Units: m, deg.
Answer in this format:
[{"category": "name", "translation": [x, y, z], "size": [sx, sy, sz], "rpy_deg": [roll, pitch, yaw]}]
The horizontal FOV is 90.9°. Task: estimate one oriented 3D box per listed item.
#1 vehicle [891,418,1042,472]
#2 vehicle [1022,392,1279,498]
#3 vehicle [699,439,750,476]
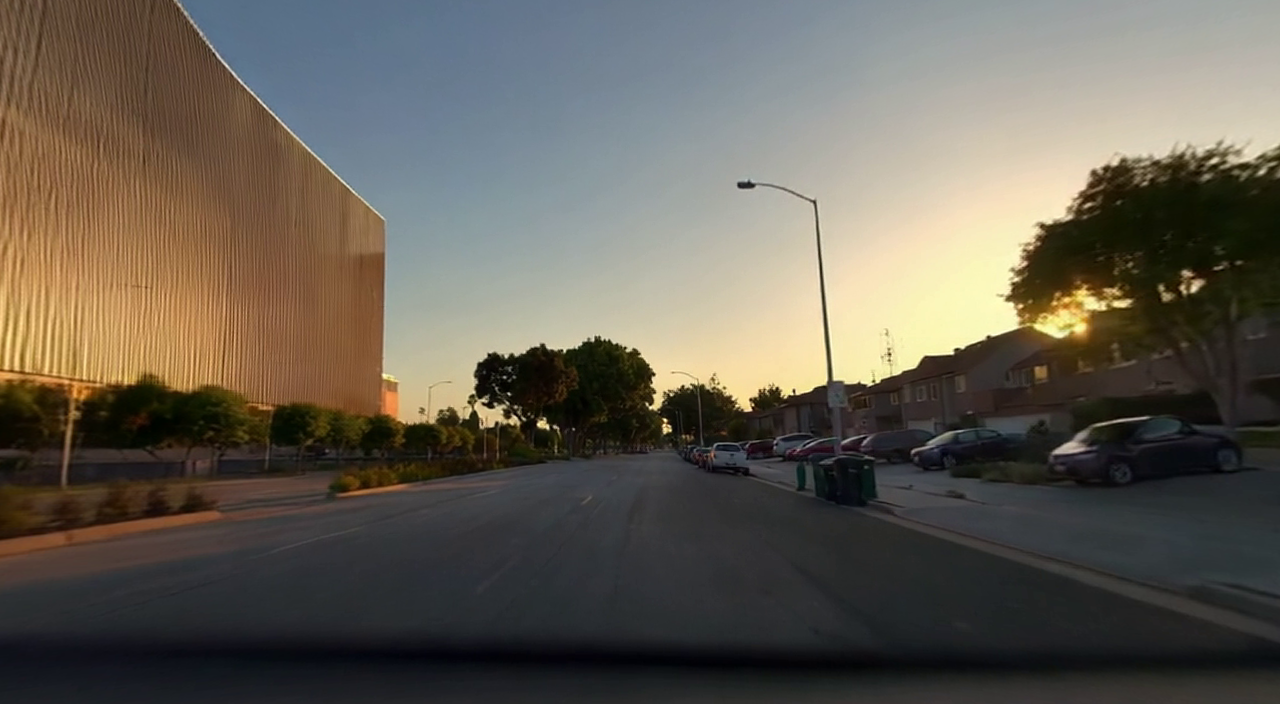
[{"category": "vehicle", "translation": [11.936, 3.476, 23.269], "size": [4.418, 1.532, 1.889], "rpy_deg": [-4, -11, -3]}, {"category": "vehicle", "translation": [11.400, 1.985, 13.684], "size": [4.865, 1.674, 1.963], "rpy_deg": [-5, -9, -5]}, {"category": "vehicle", "translation": [4.481, 5.693, 34.252], "size": [2.078, 1.771, 5.174], "rpy_deg": [1, -8, 0]}]
